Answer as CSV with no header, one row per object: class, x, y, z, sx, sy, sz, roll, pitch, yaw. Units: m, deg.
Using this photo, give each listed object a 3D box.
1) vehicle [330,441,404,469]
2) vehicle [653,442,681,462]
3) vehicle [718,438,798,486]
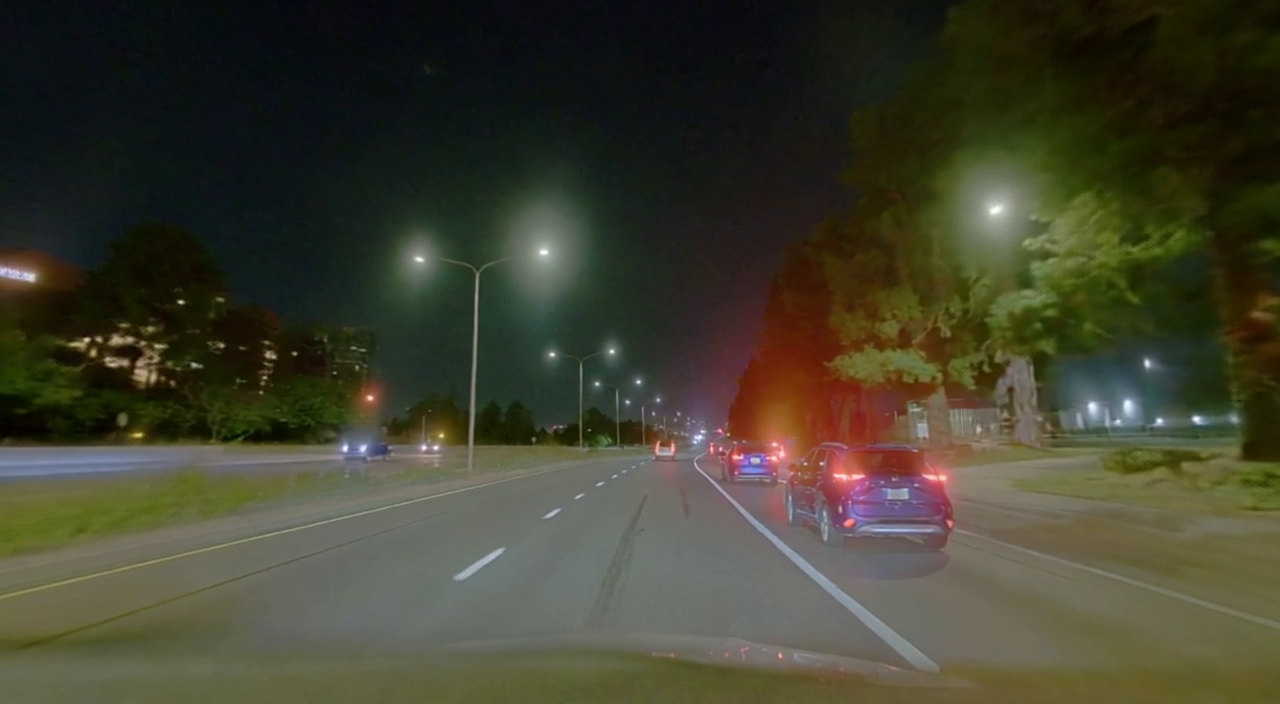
vehicle,-15.471,5.844,36.022,2.055,1.495,4.772,0,-8,0
vehicle,2.166,7.902,49.835,2.059,1.477,3.988,-1,-8,5
vehicle,4.025,3.816,22.291,1.981,1.499,4.536,0,-8,0
